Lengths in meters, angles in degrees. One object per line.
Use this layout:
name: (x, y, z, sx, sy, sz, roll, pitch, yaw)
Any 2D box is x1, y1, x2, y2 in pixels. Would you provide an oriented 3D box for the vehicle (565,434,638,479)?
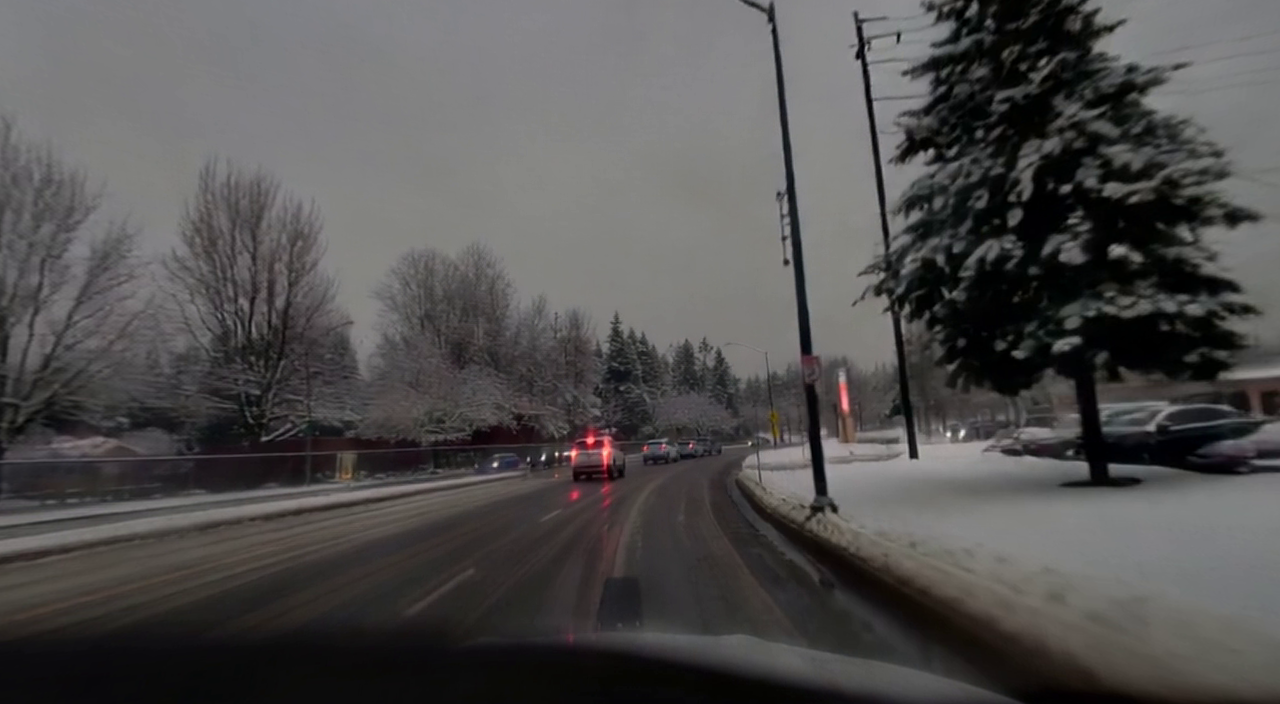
vehicle: (-1.599, 4.631, 28.141, 2.168, 1.783, 4.695, -2, -9, 10)

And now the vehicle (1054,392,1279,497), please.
vehicle: (11.946, 1.941, 13.647, 4.408, 1.682, 2.040, -7, -9, 0)

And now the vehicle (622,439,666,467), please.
vehicle: (0.311, 6.275, 39.383, 2.002, 1.664, 4.113, -2, -9, 12)
